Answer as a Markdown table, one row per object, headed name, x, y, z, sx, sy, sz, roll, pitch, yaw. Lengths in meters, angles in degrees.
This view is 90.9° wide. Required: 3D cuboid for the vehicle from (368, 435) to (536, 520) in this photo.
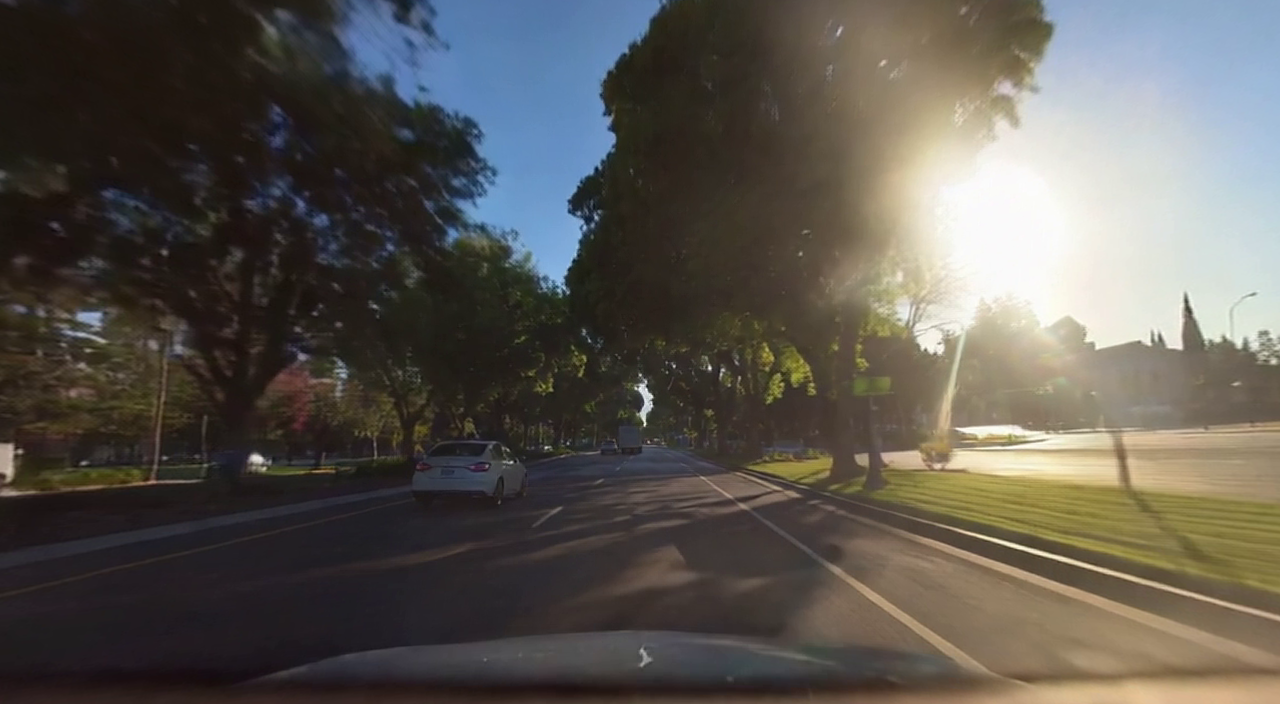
| name | x | y | z | sx | sy | sz | roll | pitch | yaw |
| --- | --- | --- | --- | --- | --- | --- | --- | --- | --- |
| vehicle | -3.634 | 2.516 | 13.205 | 2.033 | 1.454 | 4.512 | 0 | -8 | 1 |
